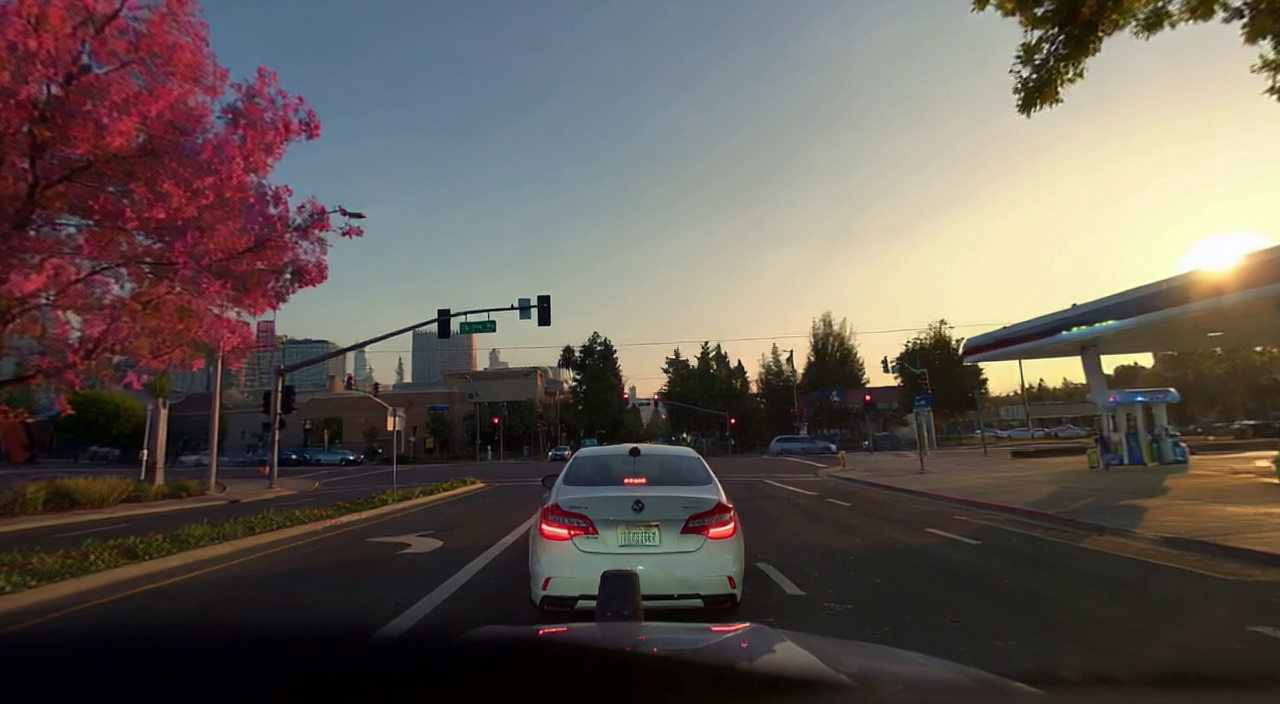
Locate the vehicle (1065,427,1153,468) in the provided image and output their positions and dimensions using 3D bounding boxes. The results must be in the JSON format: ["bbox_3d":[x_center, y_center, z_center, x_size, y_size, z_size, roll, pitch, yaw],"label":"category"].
[{"bbox_3d":[18.575,3.758,24.905,4.091,1.495,2.053,8,-12,-44],"label":"vehicle"}]

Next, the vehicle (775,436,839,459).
[{"bbox_3d":[11.616,6.653,43.980,3.975,1.563,1.755,-1,-8,5],"label":"vehicle"}]

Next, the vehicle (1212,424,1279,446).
[{"bbox_3d":[41.705,5.558,42.175,4.813,1.455,1.889,0,-8,1],"label":"vehicle"}]

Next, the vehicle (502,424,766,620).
[{"bbox_3d":[-0.045,1.601,6.910,2.010,1.482,4.057,0,-8,0],"label":"vehicle"}]
